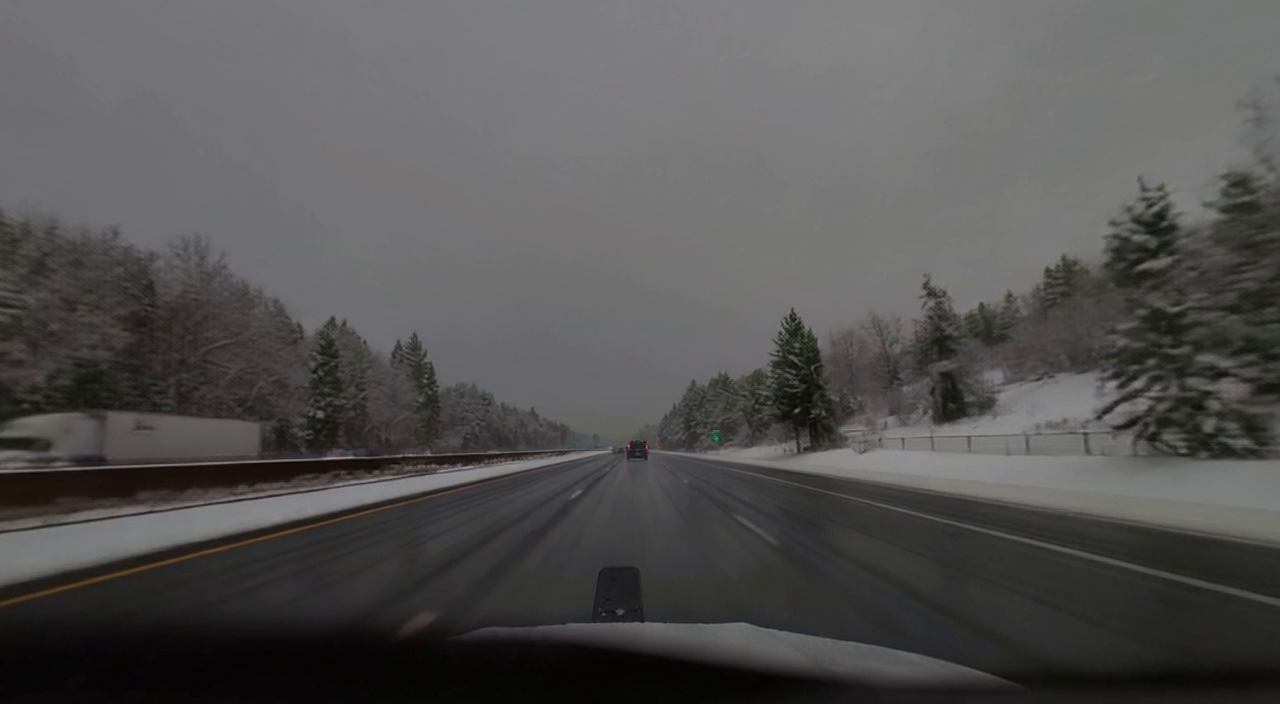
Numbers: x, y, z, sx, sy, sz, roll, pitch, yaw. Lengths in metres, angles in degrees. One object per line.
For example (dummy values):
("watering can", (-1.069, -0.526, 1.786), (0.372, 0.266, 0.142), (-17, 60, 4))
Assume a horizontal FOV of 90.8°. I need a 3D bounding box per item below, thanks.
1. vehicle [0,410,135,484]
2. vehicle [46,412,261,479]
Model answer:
("vehicle", (-36.113, 5.830, 38.842), (3.039, 4.027, 8.444), (0, -9, -1))
("vehicle", (-36.171, 7.273, 48.853), (3.404, 4.230, 16.727), (0, -9, 0))
